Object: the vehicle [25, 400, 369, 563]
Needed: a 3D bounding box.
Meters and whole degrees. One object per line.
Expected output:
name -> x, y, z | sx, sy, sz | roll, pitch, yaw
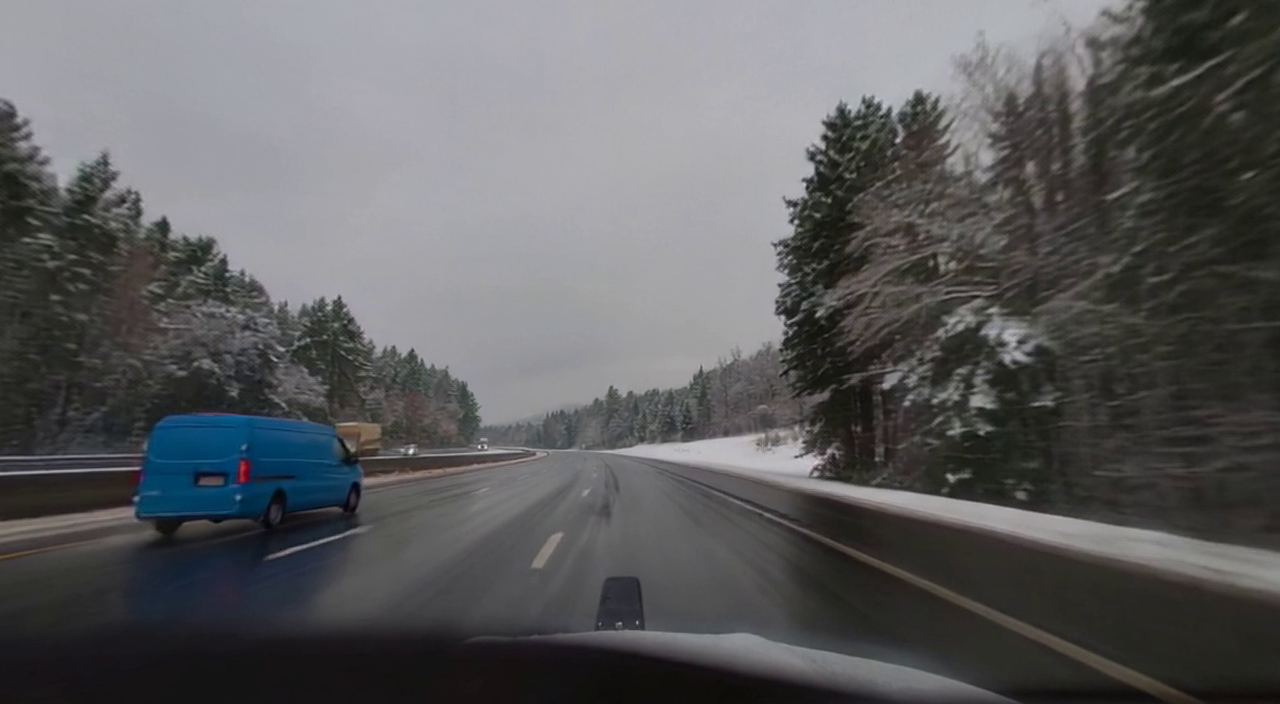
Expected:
vehicle -> -6.671, 2.020, 10.514 | 2.197, 2.038, 4.919 | 0, -9, -2
